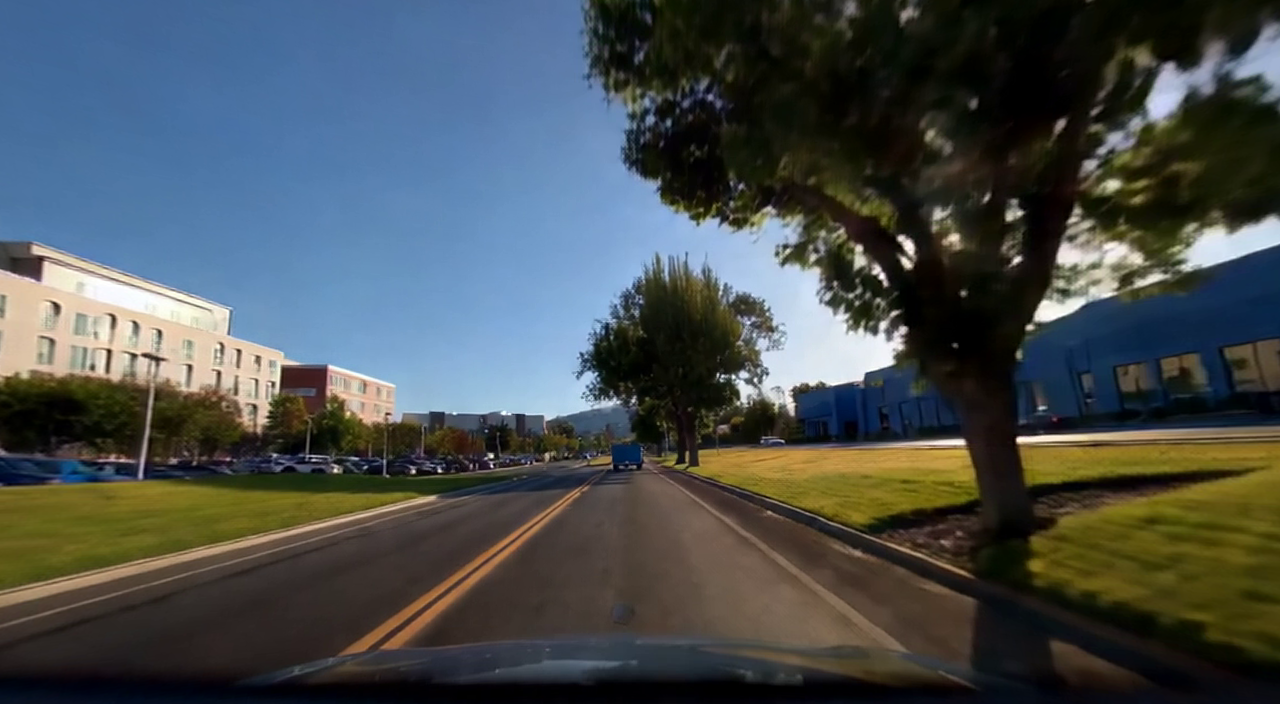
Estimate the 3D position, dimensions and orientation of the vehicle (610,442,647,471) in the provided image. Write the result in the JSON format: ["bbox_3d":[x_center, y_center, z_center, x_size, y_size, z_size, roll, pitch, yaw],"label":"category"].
[{"bbox_3d":[-0.881,7.804,47.469,2.556,2.063,5.578,0,-9,-1],"label":"vehicle"}]

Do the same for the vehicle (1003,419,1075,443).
[{"bbox_3d":[26.172,5.242,41.566,1.816,1.517,3.920,1,-9,-8],"label":"vehicle"}]
